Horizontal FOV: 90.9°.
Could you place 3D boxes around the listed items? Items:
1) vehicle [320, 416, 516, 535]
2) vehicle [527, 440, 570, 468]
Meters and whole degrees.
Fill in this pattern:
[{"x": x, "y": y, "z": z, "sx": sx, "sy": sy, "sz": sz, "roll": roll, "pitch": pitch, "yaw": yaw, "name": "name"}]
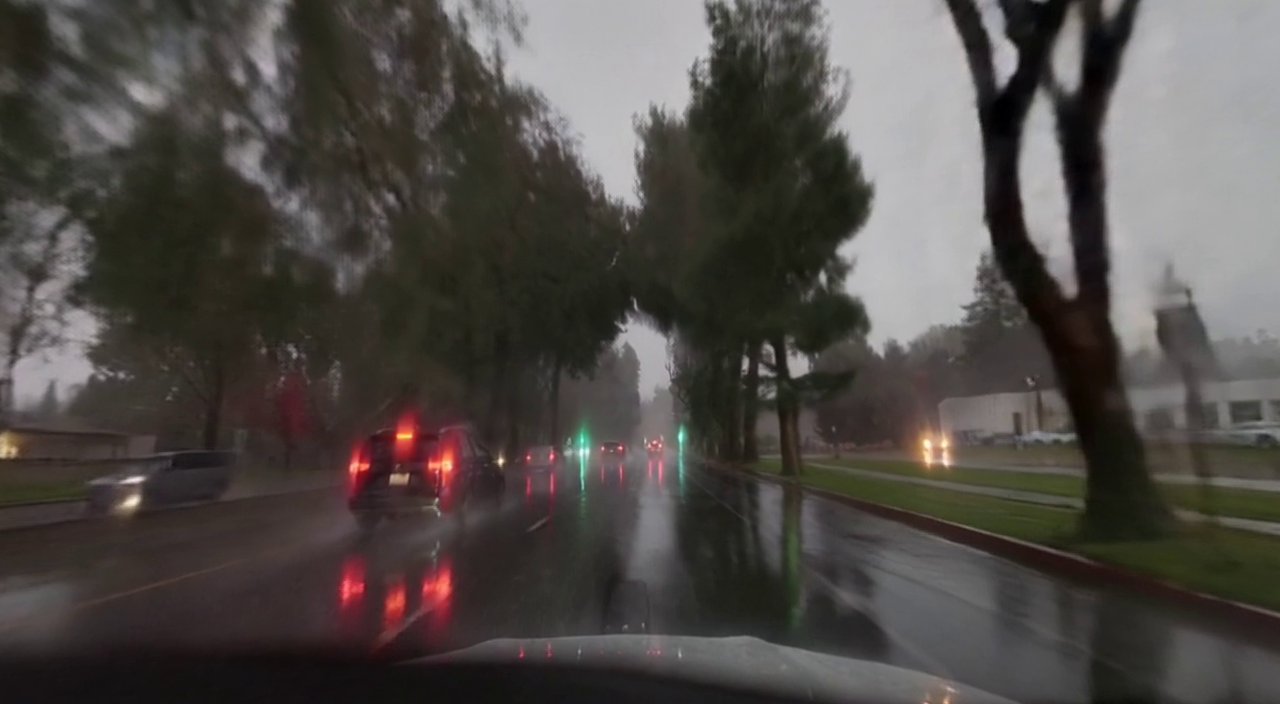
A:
[{"x": -3.792, "y": 2.179, "z": 11.772, "sx": 2.123, "sy": 1.761, "sz": 4.322, "roll": -1, "pitch": -8, "yaw": -1, "name": "vehicle"}, {"x": -5.874, "y": 6.619, "z": 41.059, "sx": 1.985, "sy": 1.708, "sz": 4.310, "roll": -1, "pitch": -8, "yaw": 2, "name": "vehicle"}]
